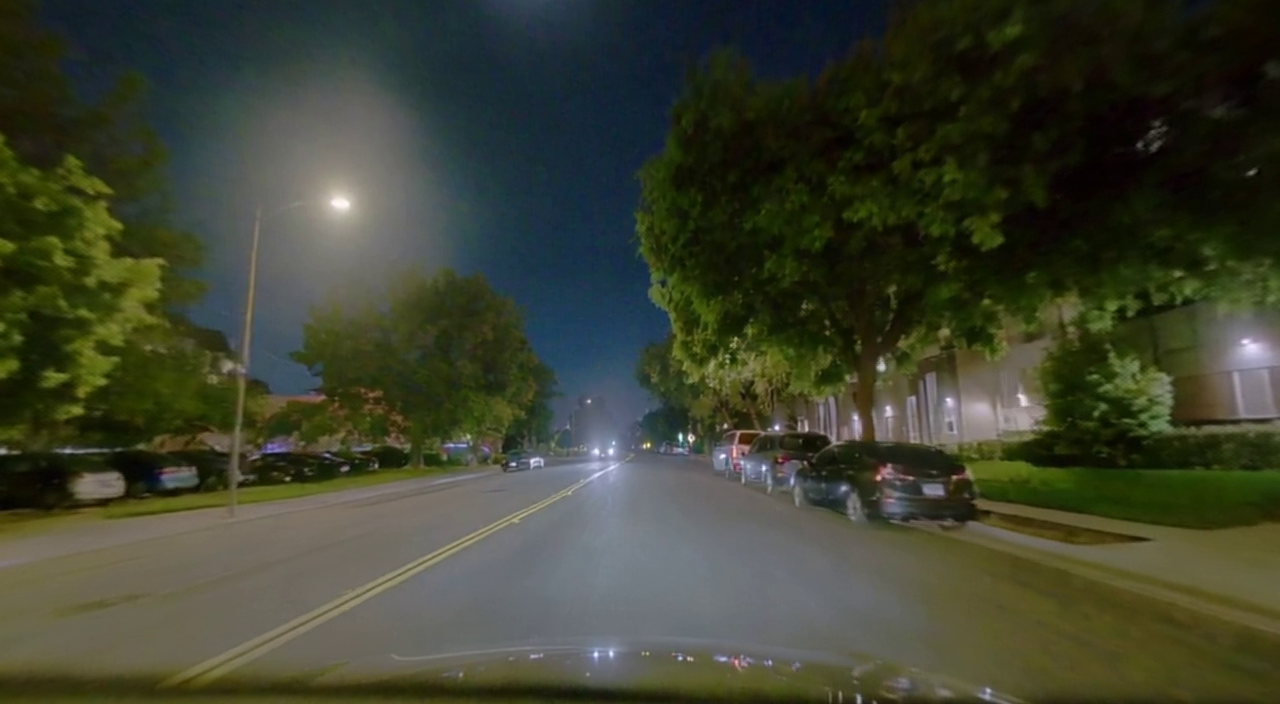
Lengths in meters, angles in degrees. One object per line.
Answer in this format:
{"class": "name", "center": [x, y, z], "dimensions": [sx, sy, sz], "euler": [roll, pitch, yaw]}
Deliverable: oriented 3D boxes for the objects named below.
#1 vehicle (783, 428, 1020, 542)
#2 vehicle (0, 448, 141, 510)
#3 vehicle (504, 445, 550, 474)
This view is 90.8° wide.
{"class": "vehicle", "center": [4.202, 2.219, 11.353], "dimensions": [1.952, 1.538, 5.215], "euler": [0, -8, -1]}
{"class": "vehicle", "center": [-15.778, 3.291, 16.709], "dimensions": [4.181, 1.467, 1.851], "euler": [-3, -9, 16]}
{"class": "vehicle", "center": [-6.627, 6.303, 37.370], "dimensions": [1.928, 1.537, 4.439], "euler": [-2, -8, -1]}
